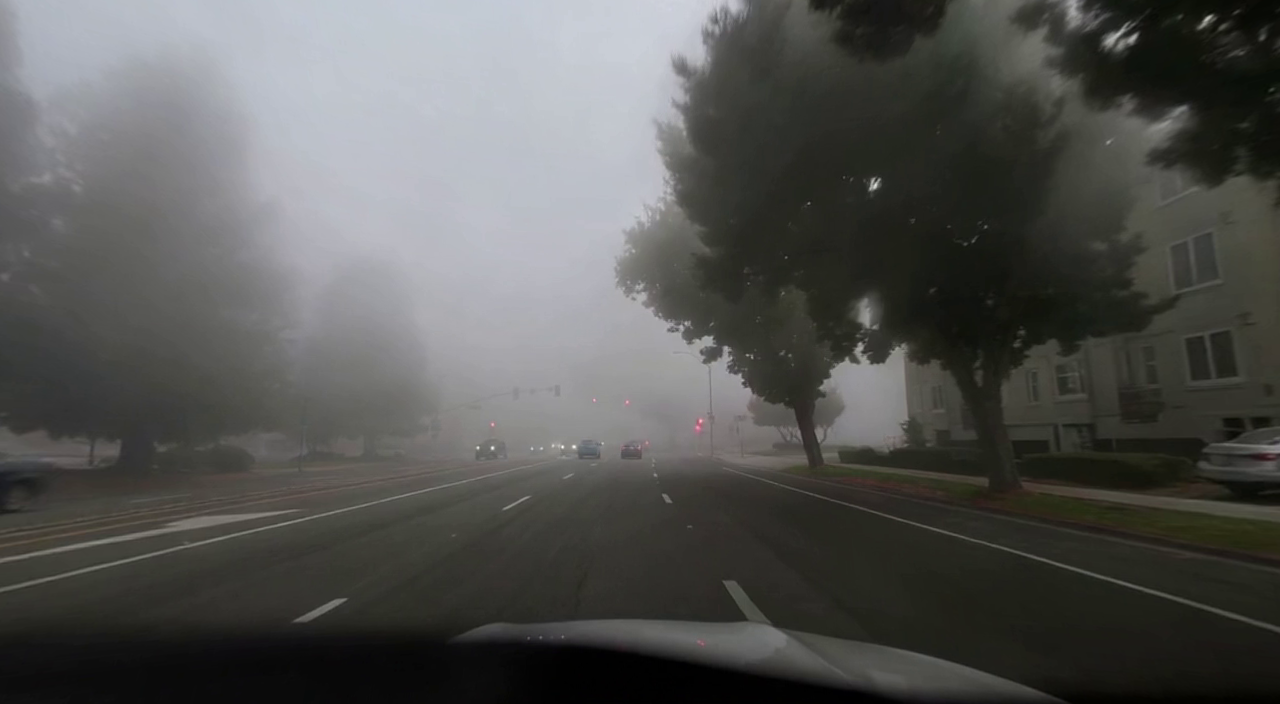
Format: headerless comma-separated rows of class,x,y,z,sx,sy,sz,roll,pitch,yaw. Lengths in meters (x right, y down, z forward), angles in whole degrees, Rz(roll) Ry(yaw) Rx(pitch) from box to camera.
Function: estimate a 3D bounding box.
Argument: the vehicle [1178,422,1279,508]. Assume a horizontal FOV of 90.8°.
vehicle,12.895,2.054,11.698,3.922,1.449,2.033,0,-9,1
